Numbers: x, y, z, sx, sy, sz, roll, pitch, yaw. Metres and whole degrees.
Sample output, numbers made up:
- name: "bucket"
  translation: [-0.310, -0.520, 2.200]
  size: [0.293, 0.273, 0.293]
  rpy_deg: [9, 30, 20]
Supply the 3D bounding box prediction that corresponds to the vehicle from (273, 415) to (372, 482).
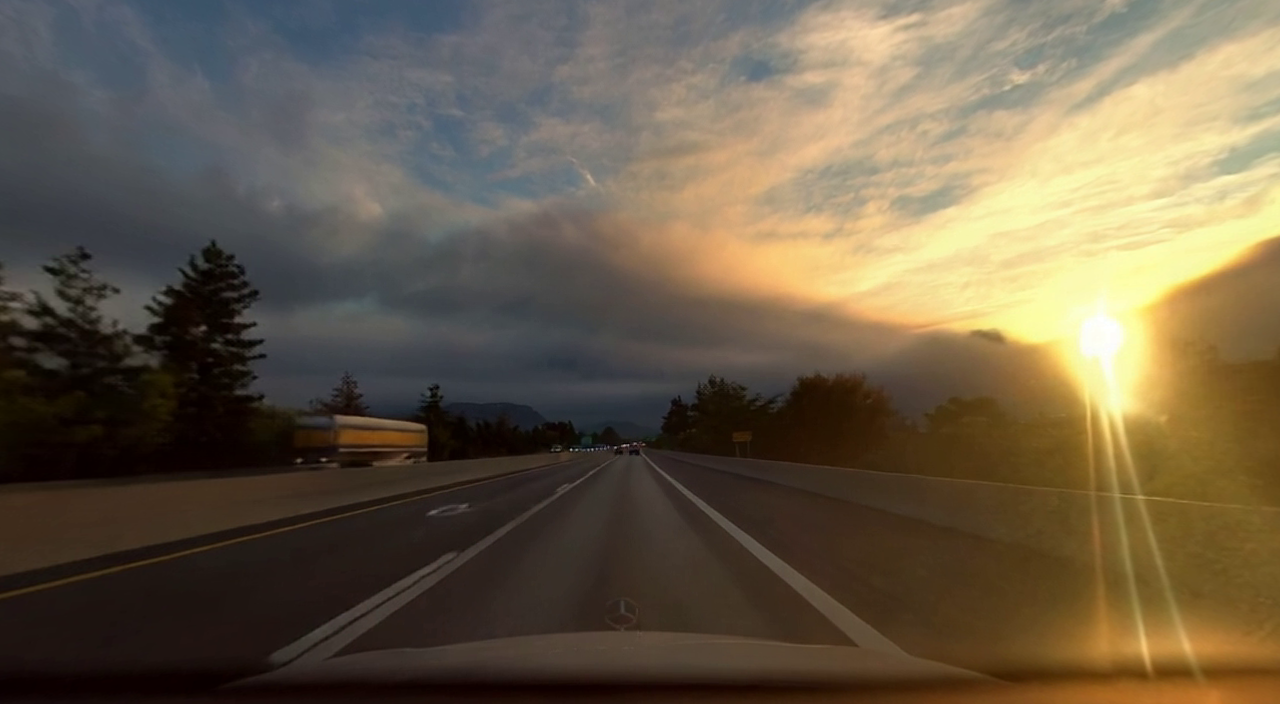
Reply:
- name: "vehicle"
  translation: [-19.867, 6.114, 39.739]
  size: [2.999, 3.854, 6.122]
  rpy_deg: [0, -9, -1]
